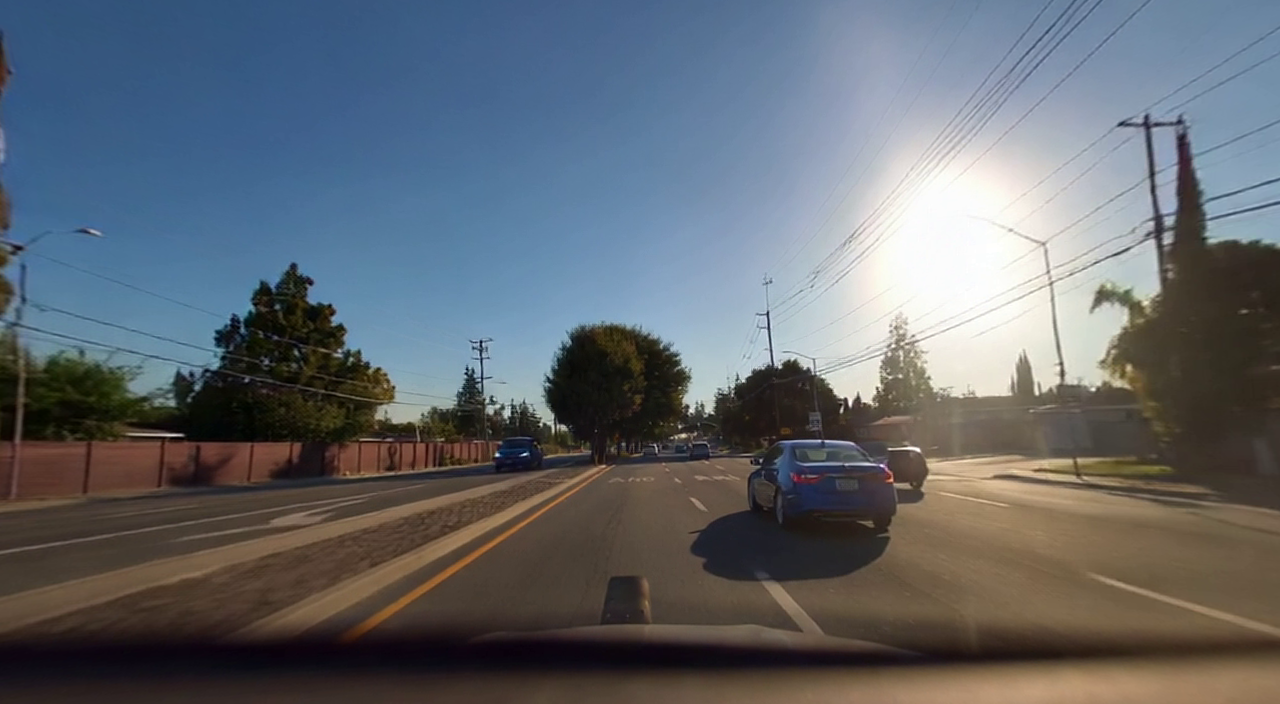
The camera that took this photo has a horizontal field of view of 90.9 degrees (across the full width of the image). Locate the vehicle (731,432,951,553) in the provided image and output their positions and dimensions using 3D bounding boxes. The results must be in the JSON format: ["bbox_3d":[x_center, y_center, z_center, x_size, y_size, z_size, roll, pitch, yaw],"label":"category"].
[{"bbox_3d":[2.802,2.045,9.970,2.063,1.481,4.247,0,-8,0],"label":"vehicle"}]

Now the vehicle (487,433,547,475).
[{"bbox_3d":[-5.901,4.935,30.702,1.983,1.882,4.281,0,-8,1],"label":"vehicle"}]
